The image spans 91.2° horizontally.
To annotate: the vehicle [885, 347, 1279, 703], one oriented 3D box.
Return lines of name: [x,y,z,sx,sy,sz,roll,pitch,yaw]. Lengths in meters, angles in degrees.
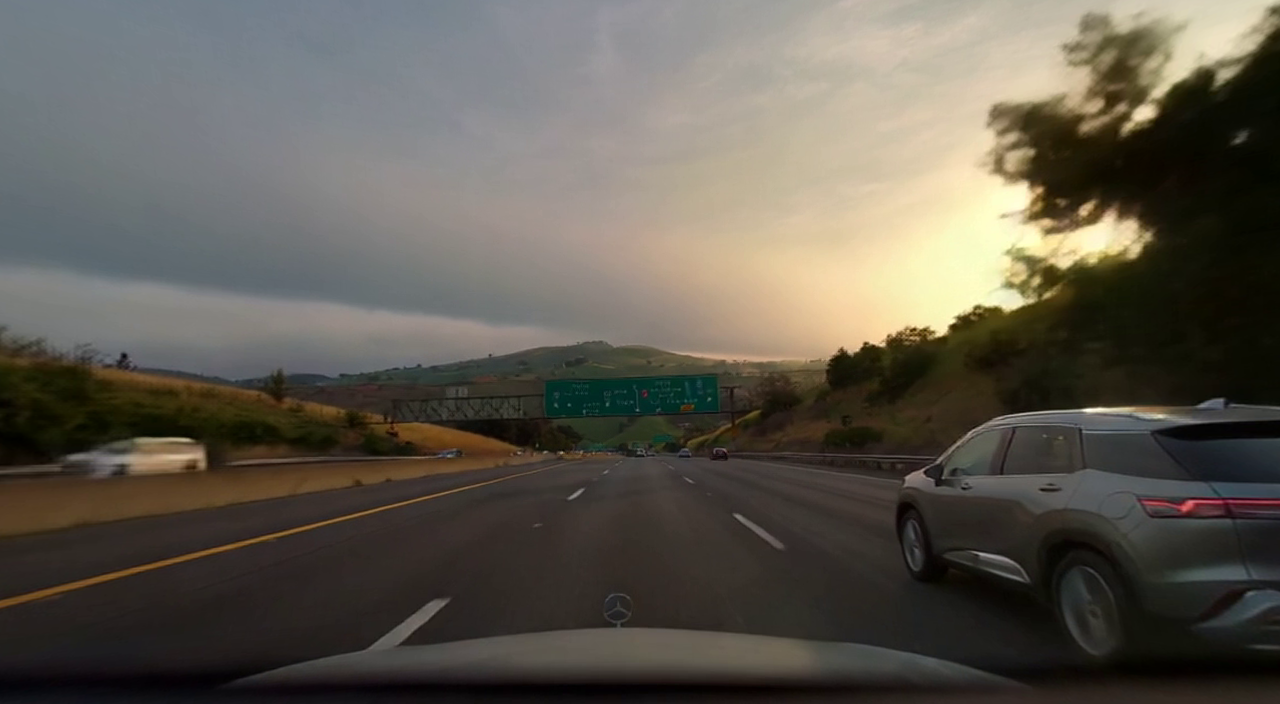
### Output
vehicle: [3.542,1.149,4.527,1.784,1.733,4.141,0,-9,-1]

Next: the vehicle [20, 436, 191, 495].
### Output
vehicle: [-18.453,3.918,21.975,2.130,1.819,4.303,0,-9,0]
